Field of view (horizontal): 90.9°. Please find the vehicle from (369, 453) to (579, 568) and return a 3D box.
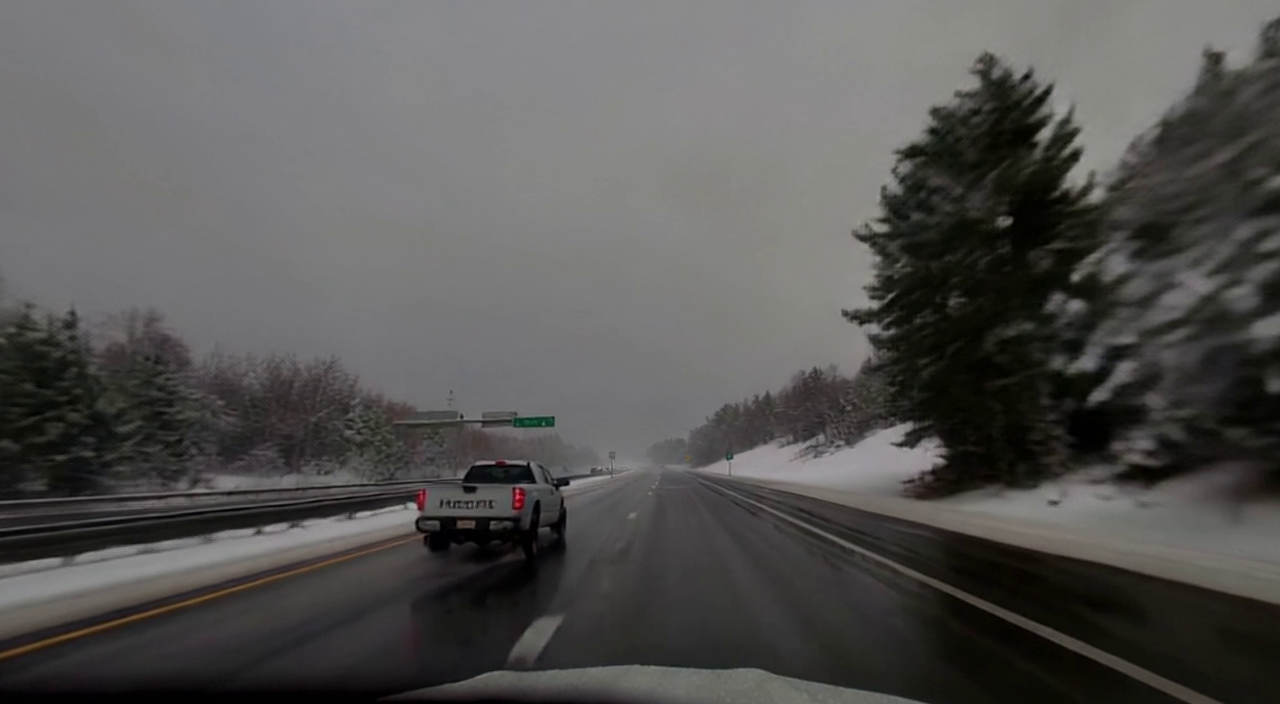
[{"bbox_3d":[-2.510,2.626,11.144,2.135,1.506,5.041,0,-10,2],"label":"vehicle"}]
